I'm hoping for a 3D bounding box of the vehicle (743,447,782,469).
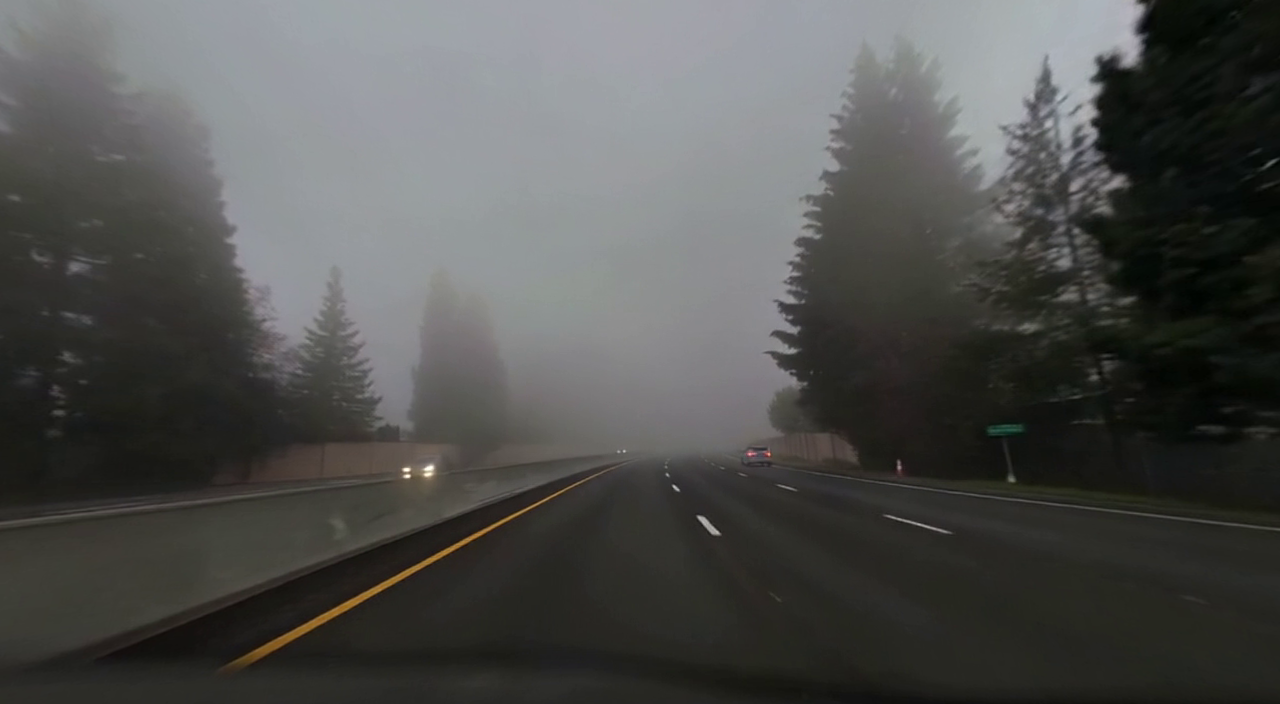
[{"bbox_3d":[8.947,7.796,46.396,1.983,1.486,4.545,-1,-9,0],"label":"vehicle"}]

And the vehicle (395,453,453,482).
[{"bbox_3d":[-12.129,6.506,35.614,1.876,1.462,3.677,-1,-9,2],"label":"vehicle"}]
